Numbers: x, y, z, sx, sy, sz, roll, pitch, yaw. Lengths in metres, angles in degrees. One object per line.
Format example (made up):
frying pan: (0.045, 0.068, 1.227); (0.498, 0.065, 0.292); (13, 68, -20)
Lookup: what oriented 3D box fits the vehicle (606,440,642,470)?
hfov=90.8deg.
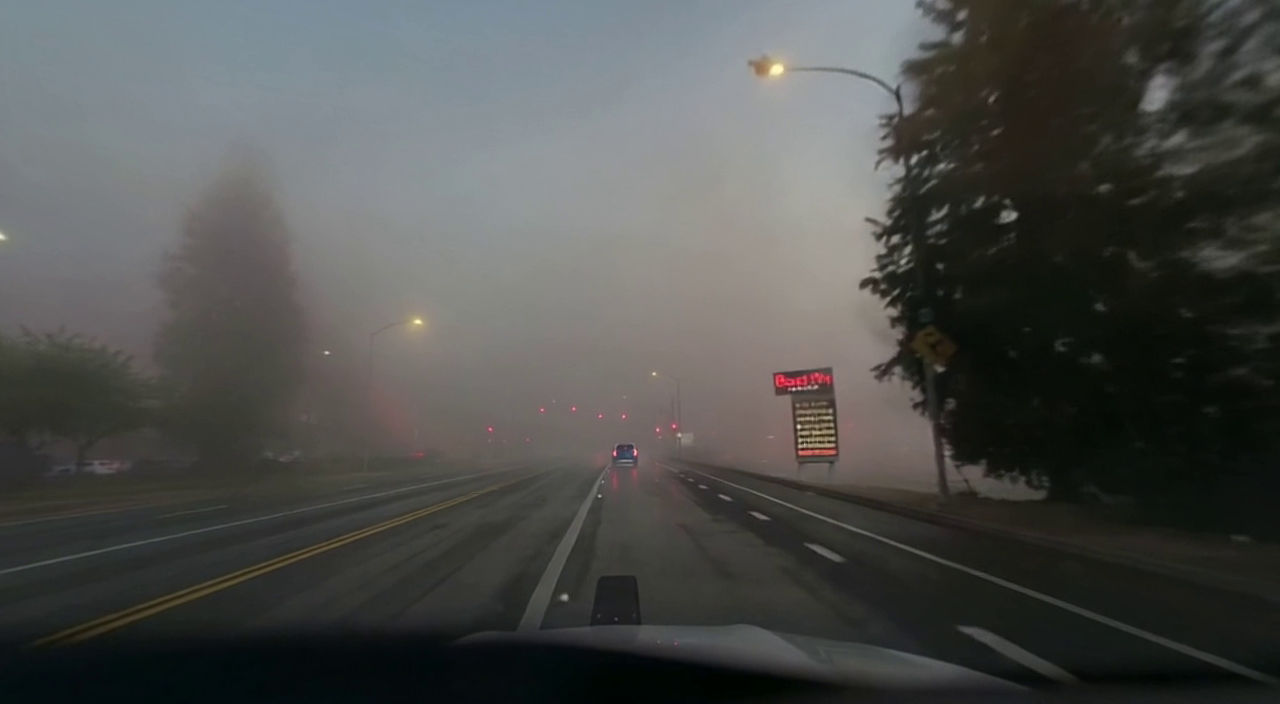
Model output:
vehicle: (-0.938, 6.131, 37.802); (2.024, 1.628, 4.774); (0, -8, -1)
